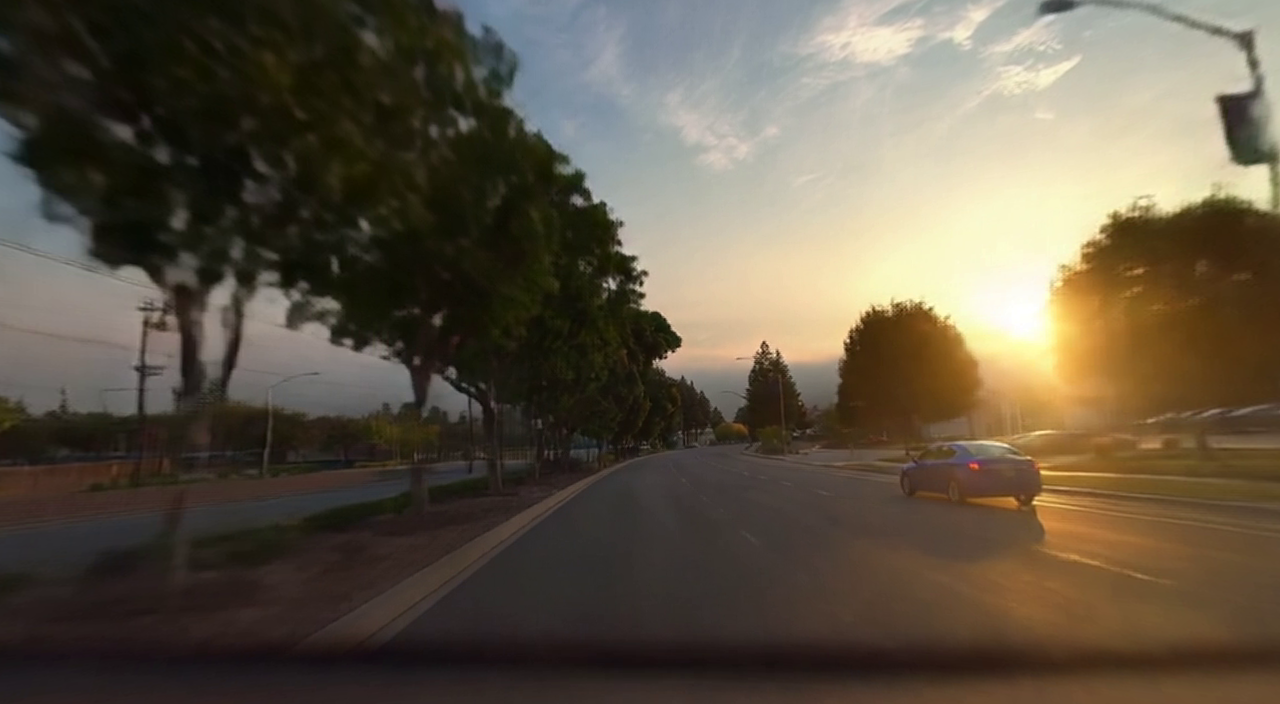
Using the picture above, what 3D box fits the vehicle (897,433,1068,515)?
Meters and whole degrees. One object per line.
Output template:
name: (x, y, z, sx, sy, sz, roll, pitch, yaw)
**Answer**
vehicle: (7.230, 2.584, 13.787, 1.797, 1.518, 3.433, 0, -9, 0)
